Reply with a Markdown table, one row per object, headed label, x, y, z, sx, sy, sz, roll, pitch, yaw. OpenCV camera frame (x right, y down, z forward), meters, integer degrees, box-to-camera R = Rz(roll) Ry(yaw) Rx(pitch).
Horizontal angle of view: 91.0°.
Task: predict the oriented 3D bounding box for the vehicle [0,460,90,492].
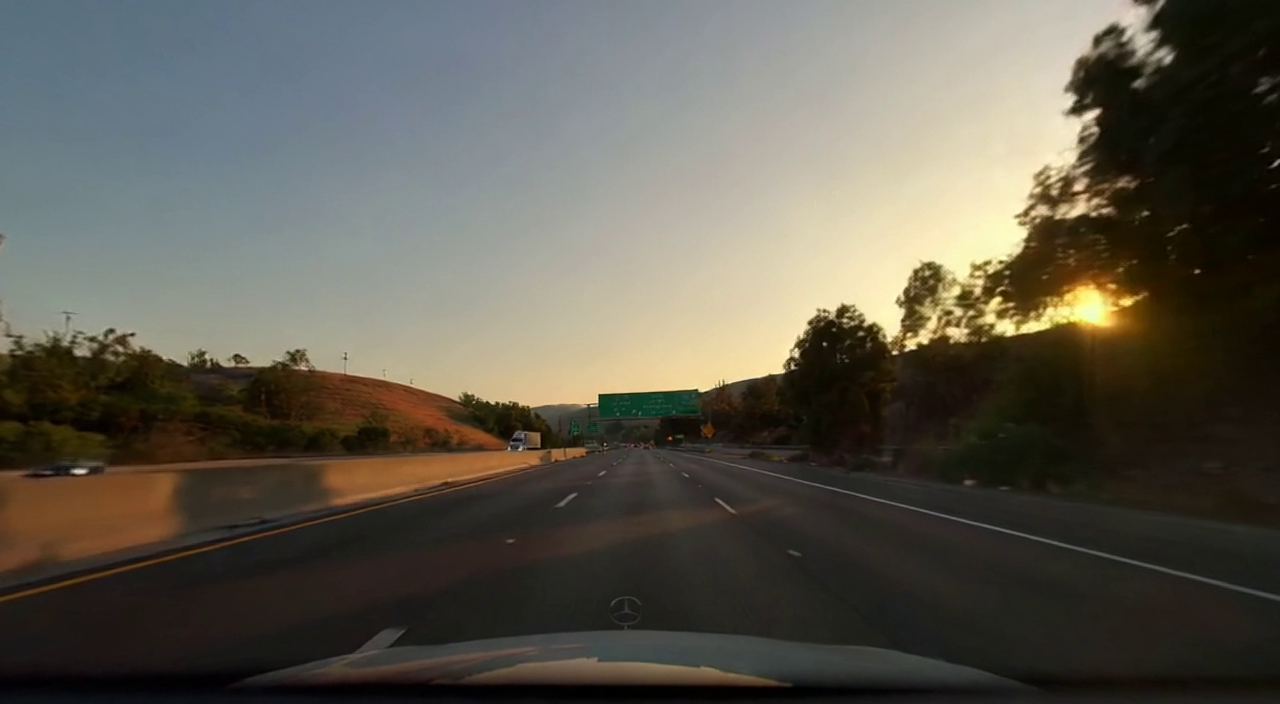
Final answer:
| label | x | y | z | sx | sy | sz | roll | pitch | yaw |
| --- | --- | --- | --- | --- | --- | --- | --- | --- | --- |
| vehicle | -29.763 | 6.119 | 31.217 | 1.623 | 1.397 | 3.567 | 0 | -8 | 0 |
